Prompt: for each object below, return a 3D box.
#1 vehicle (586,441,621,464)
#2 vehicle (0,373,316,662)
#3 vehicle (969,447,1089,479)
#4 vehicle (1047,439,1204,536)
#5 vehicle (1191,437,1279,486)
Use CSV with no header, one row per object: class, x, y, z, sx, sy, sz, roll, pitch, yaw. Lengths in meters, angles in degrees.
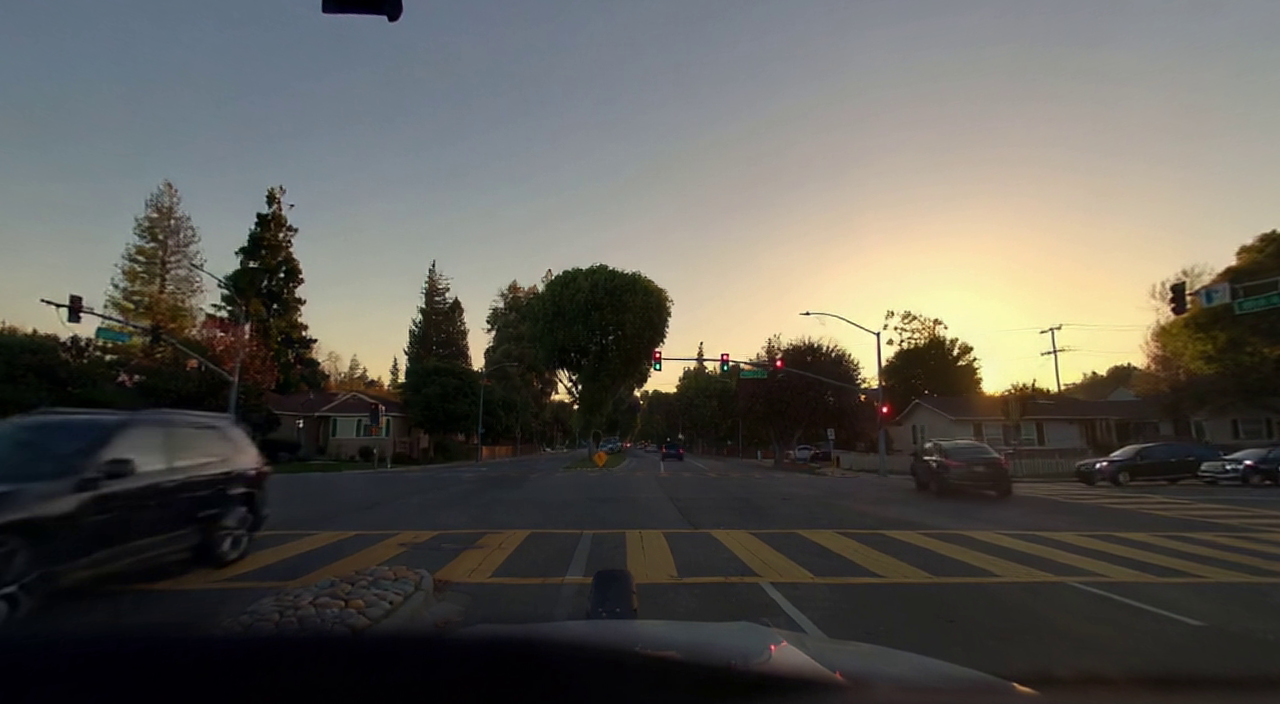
vehicle,-2.398,6.710,42.280,2.045,1.484,3.991,0,-9,0
vehicle,-4.857,1.231,5.404,2.025,1.704,4.104,0,-9,-1
vehicle,19.734,5.653,32.218,4.874,1.544,1.779,0,-9,1
vehicle,9.323,2.483,12.324,1.961,1.494,4.438,-6,-10,35
vehicle,23.630,4.039,23.465,4.417,1.725,1.969,0,-9,-1
